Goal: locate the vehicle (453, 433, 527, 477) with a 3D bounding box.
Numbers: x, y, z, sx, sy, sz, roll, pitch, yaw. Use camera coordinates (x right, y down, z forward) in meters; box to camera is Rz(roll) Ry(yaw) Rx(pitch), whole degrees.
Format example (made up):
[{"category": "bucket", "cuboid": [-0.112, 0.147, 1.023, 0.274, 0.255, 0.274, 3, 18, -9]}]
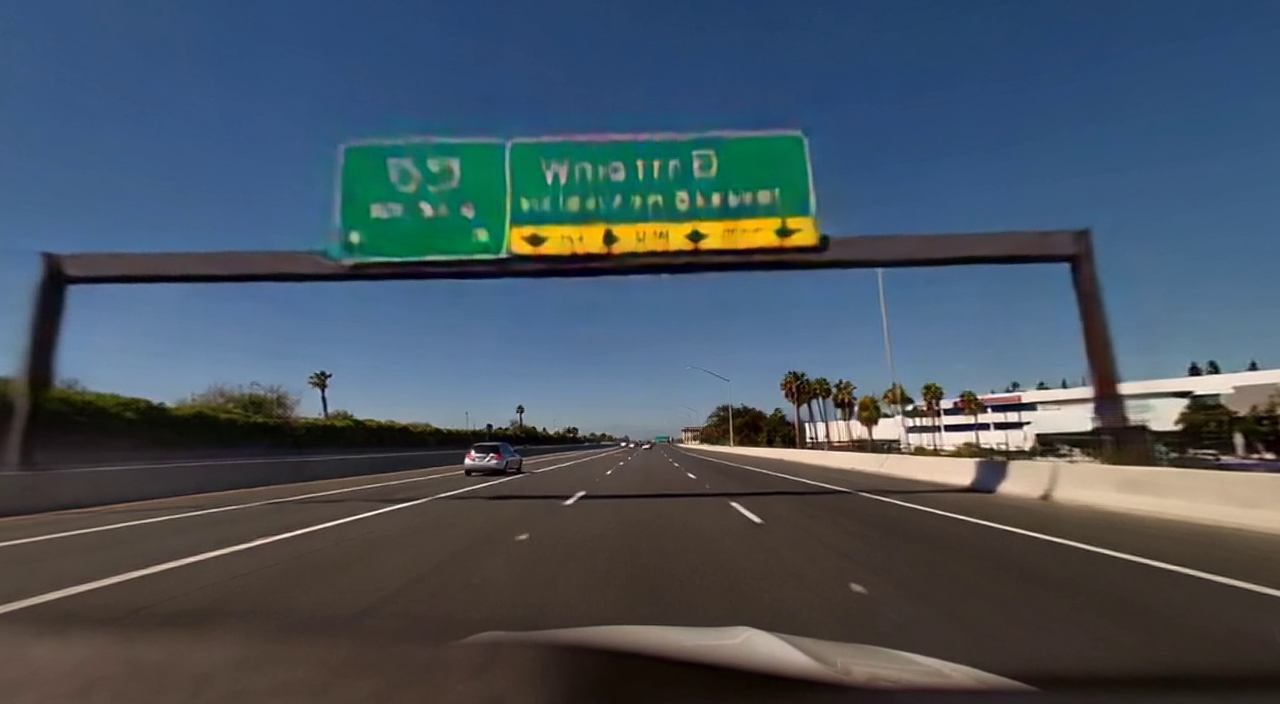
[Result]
[{"category": "vehicle", "cuboid": [-6.696, 4.667, 28.806, 2.145, 1.793, 4.762, -1, -8, 1]}]
